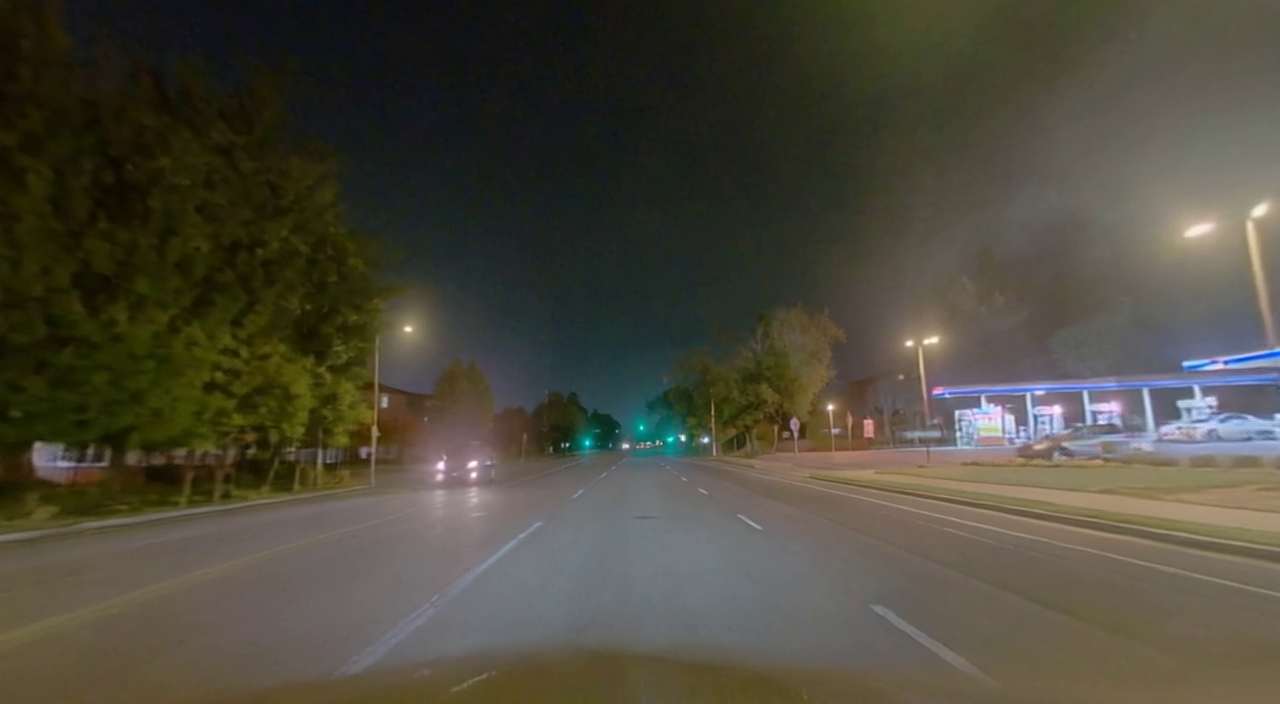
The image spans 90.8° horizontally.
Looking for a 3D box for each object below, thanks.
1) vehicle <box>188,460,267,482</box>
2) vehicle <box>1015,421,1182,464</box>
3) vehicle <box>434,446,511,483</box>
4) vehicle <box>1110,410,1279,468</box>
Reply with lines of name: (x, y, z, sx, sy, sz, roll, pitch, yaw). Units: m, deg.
vehicle: (-29.076, 8.366, 44.591, 4.279, 1.437, 1.872, -1, -8, 3)
vehicle: (16.442, 3.269, 22.836, 4.506, 1.461, 1.955, 0, -8, -1)
vehicle: (-7.210, 4.883, 27.764, 2.079, 1.489, 4.515, 0, -8, 1)
vehicle: (17.172, 2.631, 19.067, 4.400, 1.618, 2.016, 0, -8, -4)
